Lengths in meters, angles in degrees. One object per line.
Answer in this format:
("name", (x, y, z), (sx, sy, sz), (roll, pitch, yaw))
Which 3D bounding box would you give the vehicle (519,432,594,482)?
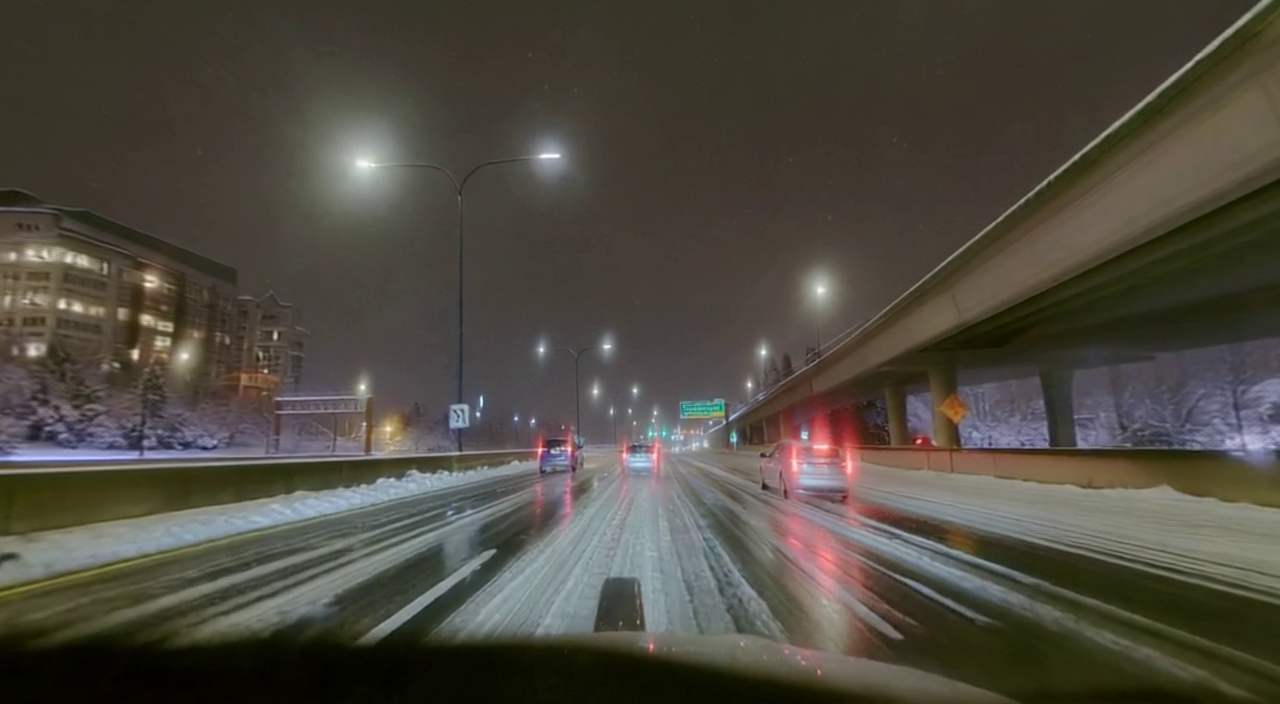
("vehicle", (-3.272, 4.245, 25.695), (2.142, 1.819, 4.648), (0, -8, 3))

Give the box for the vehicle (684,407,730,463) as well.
("vehicle", (5.070, 6.511, 48.914), (3.057, 3.993, 6.983), (0, -8, 2))

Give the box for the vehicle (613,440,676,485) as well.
("vehicle", (0.199, 3.976, 22.969), (2.089, 1.493, 3.964), (0, -8, 1))

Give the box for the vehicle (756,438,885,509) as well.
("vehicle", (4.195, 2.870, 15.348), (1.974, 1.490, 3.994), (0, -8, 0))
